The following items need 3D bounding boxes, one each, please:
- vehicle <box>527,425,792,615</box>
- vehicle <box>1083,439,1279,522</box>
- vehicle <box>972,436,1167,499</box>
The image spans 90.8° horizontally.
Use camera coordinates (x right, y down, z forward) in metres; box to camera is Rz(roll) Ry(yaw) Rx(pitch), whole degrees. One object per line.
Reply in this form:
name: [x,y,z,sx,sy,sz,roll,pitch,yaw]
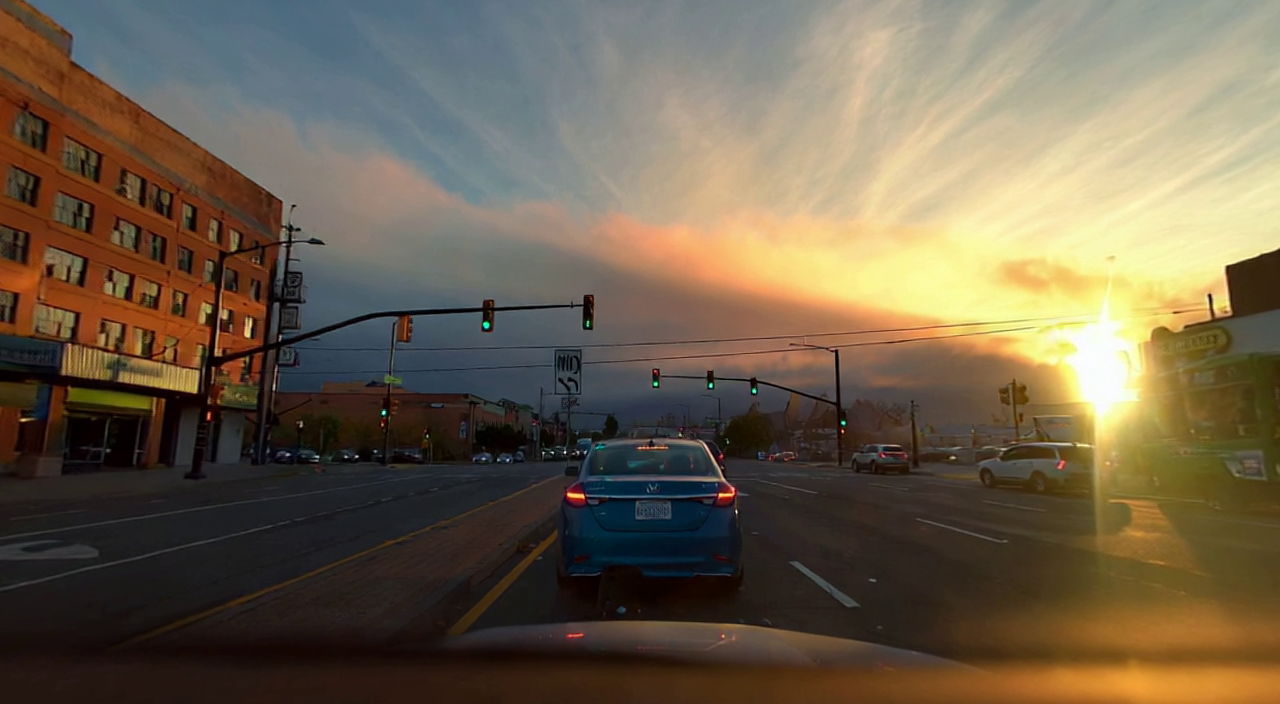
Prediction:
vehicle: [0.126,1.645,7.142,2.067,1.471,4.241,0,-9,-1]
vehicle: [14.164,3.100,15.931,2.235,1.721,5.230,0,-9,1]
vehicle: [14.067,3.815,21.362,2.309,1.819,5.793,1,-9,-3]
